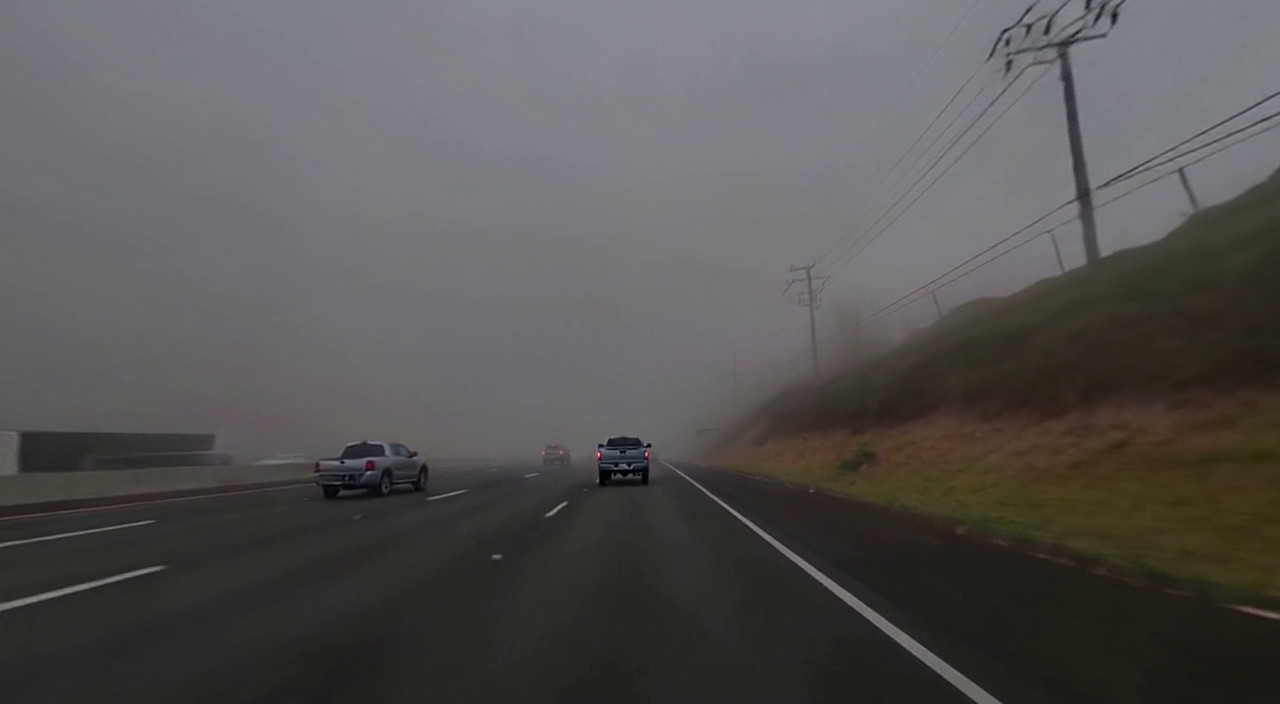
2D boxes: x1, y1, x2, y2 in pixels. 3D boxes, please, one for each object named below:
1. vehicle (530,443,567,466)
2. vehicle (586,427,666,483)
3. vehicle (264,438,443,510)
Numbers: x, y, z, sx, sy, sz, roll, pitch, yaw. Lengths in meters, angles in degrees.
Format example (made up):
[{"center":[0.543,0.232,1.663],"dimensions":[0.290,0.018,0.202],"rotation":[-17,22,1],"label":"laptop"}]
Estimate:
[{"center":[-6.996,7.860,48.478],"dimensions":[2.055,1.618,4.457],"rotation":[0,-8,1],"label":"vehicle"},{"center":[-0.532,4.315,26.651],"dimensions":[2.972,2.087,6.126],"rotation":[0,-8,0],"label":"vehicle"},{"center":[-7.143,3.085,16.520],"dimensions":[2.189,1.553,5.202],"rotation":[0,-8,1],"label":"vehicle"}]
